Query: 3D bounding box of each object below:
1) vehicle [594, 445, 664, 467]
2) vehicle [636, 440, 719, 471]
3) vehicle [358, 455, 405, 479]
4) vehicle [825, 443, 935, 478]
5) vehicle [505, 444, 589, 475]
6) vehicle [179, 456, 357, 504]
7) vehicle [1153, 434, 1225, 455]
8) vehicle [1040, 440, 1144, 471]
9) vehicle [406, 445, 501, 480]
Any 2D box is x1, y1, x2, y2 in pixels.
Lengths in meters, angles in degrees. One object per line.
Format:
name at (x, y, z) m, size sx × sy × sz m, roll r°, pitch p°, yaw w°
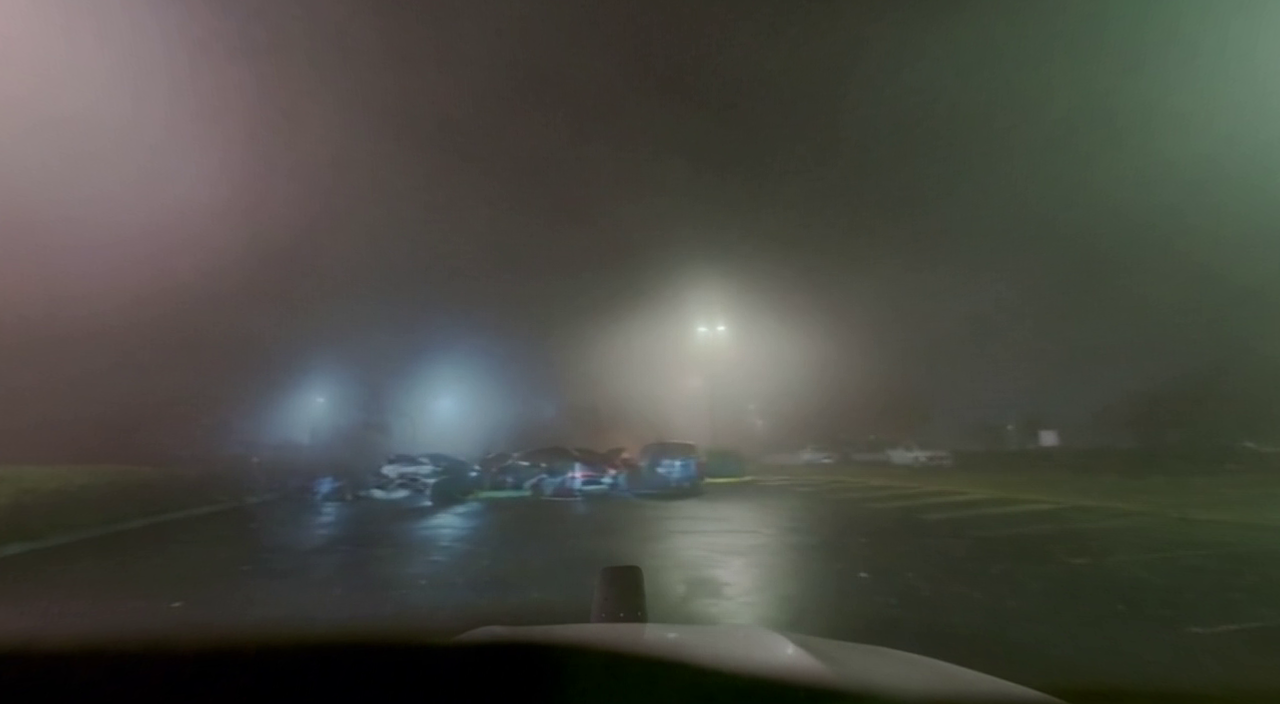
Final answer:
vehicle at (-0.761, 7.278, 44.440) m, size 4.601 × 1.484 × 1.839 m, roll 3°, pitch -9°, yaw -20°
vehicle at (2.303, 6.324, 38.823) m, size 4.660 × 1.687 × 1.981 m, roll 2°, pitch -6°, yaw -17°
vehicle at (-16.756, 7.454, 41.121) m, size 2.190 × 1.441 × 3.759 m, roll 2°, pitch -9°, yaw -13°
vehicle at (10.435, 4.715, 27.562) m, size 4.106 × 1.449 × 1.760 m, roll 2°, pitch -9°, yaw -14°
vehicle at (-5.440, 6.292, 36.878) m, size 4.666 × 1.634 × 1.816 m, roll 3°, pitch -13°, yaw -15°
vehicle at (-12.418, 4.286, 21.464) m, size 4.772 × 1.441 × 1.976 m, roll 2°, pitch -9°, yaw -13°
vehicle at (42.710, 7.179, 49.209) m, size 3.754 × 1.531 × 1.895 m, roll -1°, pitch -8°, yaw -1°
vehicle at (21.572, 4.933, 30.197) m, size 4.059 × 1.388 × 1.726 m, roll 2°, pitch -9°, yaw -14°
vehicle at (-10.398, 6.175, 35.527) m, size 4.939 × 1.664 × 2.055 m, roll 1°, pitch -5°, yaw -14°
